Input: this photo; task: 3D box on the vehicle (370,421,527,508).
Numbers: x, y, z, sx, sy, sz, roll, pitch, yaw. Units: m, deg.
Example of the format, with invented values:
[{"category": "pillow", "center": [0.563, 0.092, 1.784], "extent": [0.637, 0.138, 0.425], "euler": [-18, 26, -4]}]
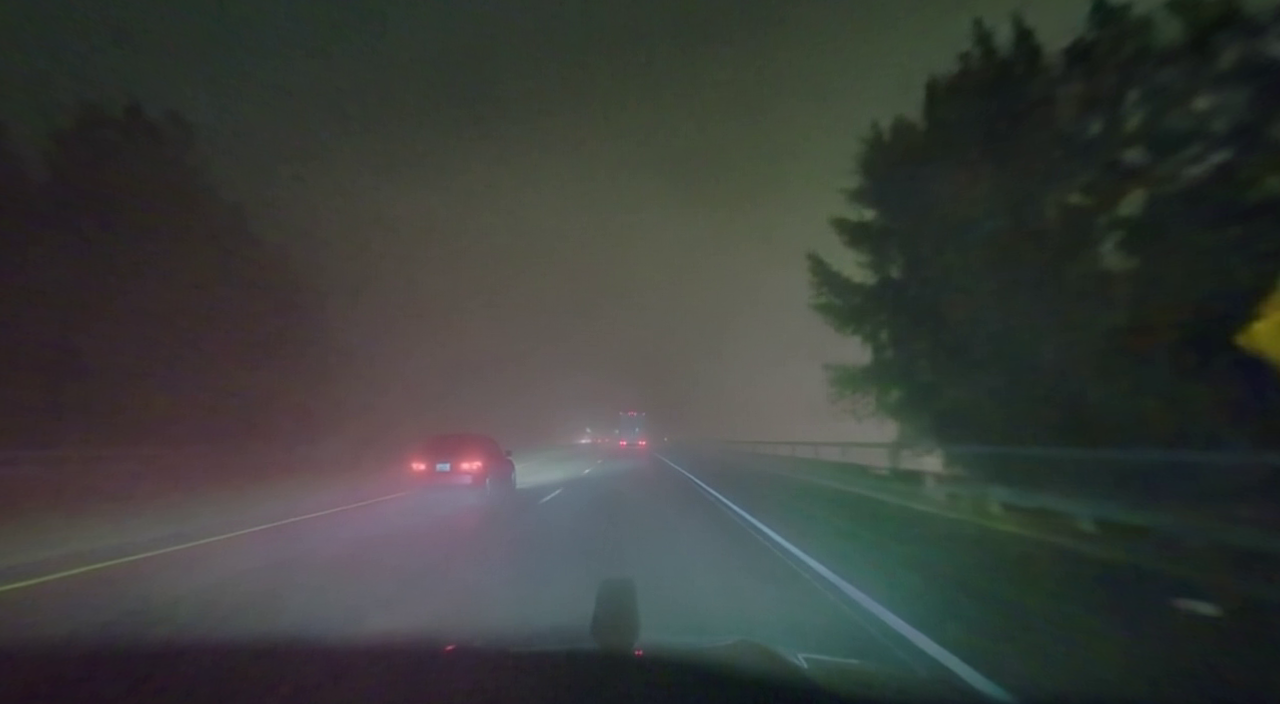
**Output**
[{"category": "vehicle", "center": [-4.099, 2.475, 14.480], "extent": [2.123, 1.655, 4.688], "euler": [0, -8, 0]}]
